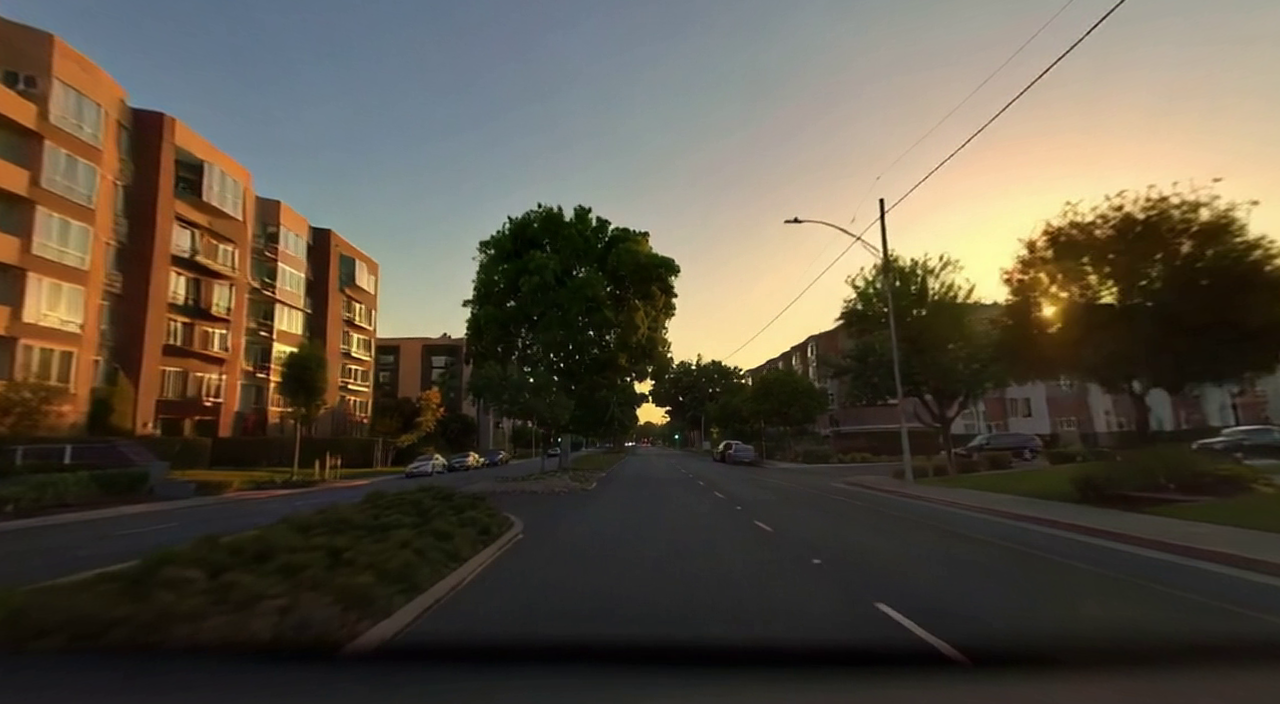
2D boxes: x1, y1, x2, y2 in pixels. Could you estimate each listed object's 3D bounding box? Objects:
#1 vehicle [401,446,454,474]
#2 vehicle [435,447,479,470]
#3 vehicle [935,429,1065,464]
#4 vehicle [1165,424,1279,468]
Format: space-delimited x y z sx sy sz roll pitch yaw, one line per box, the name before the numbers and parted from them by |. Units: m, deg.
vehicle | -13.317 6.750 39.822 1.851 1.645 4.152 -1 -8 1
vehicle | -13.158 7.663 45.652 1.871 1.503 4.407 -2 -8 0
vehicle | 18.614 4.922 32.832 5.466 1.734 1.999 -1 -9 1
vehicle | 24.954 3.843 25.941 4.861 1.684 2.014 -1 -8 1
